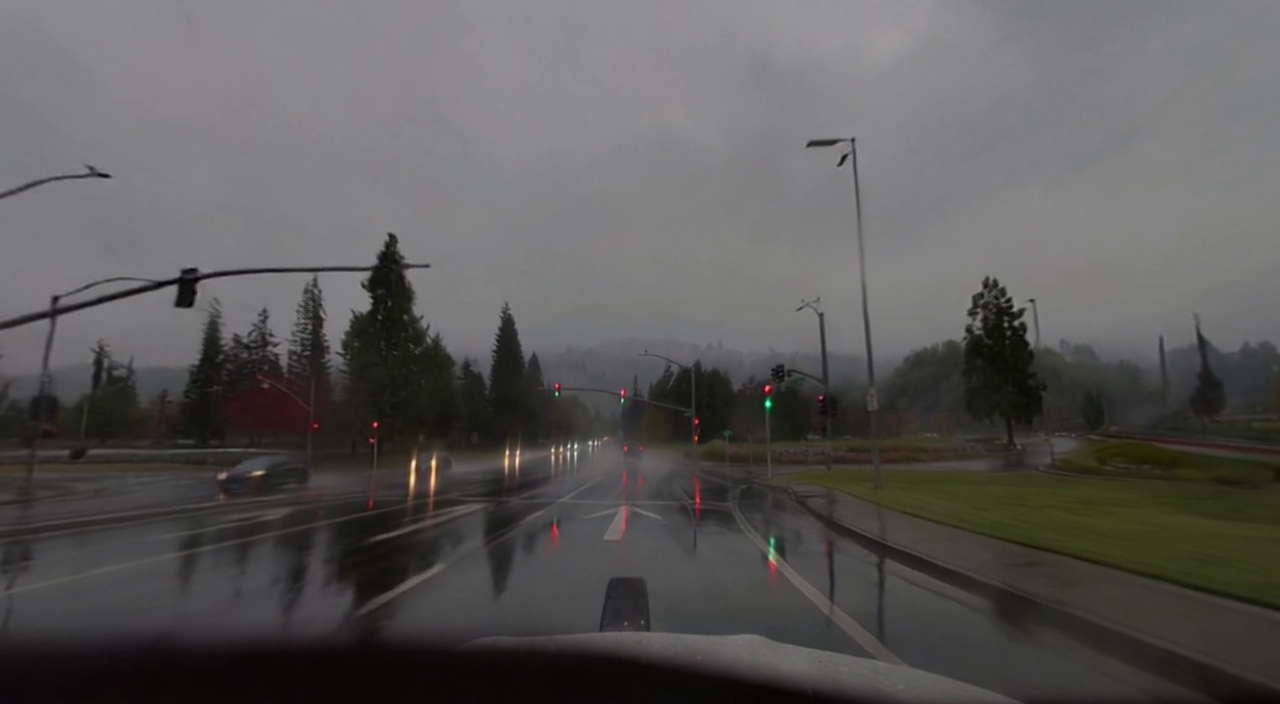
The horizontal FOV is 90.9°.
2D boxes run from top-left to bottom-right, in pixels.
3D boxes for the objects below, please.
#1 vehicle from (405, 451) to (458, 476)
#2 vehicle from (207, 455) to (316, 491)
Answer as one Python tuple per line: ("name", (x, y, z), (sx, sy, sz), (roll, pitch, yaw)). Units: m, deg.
("vehicle", (-13.400, 7.178, 40.832), (1.969, 1.500, 4.417), (0, -9, -1))
("vehicle", (-16.218, 5.186, 27.384), (1.818, 1.384, 4.874), (0, -9, -1))
